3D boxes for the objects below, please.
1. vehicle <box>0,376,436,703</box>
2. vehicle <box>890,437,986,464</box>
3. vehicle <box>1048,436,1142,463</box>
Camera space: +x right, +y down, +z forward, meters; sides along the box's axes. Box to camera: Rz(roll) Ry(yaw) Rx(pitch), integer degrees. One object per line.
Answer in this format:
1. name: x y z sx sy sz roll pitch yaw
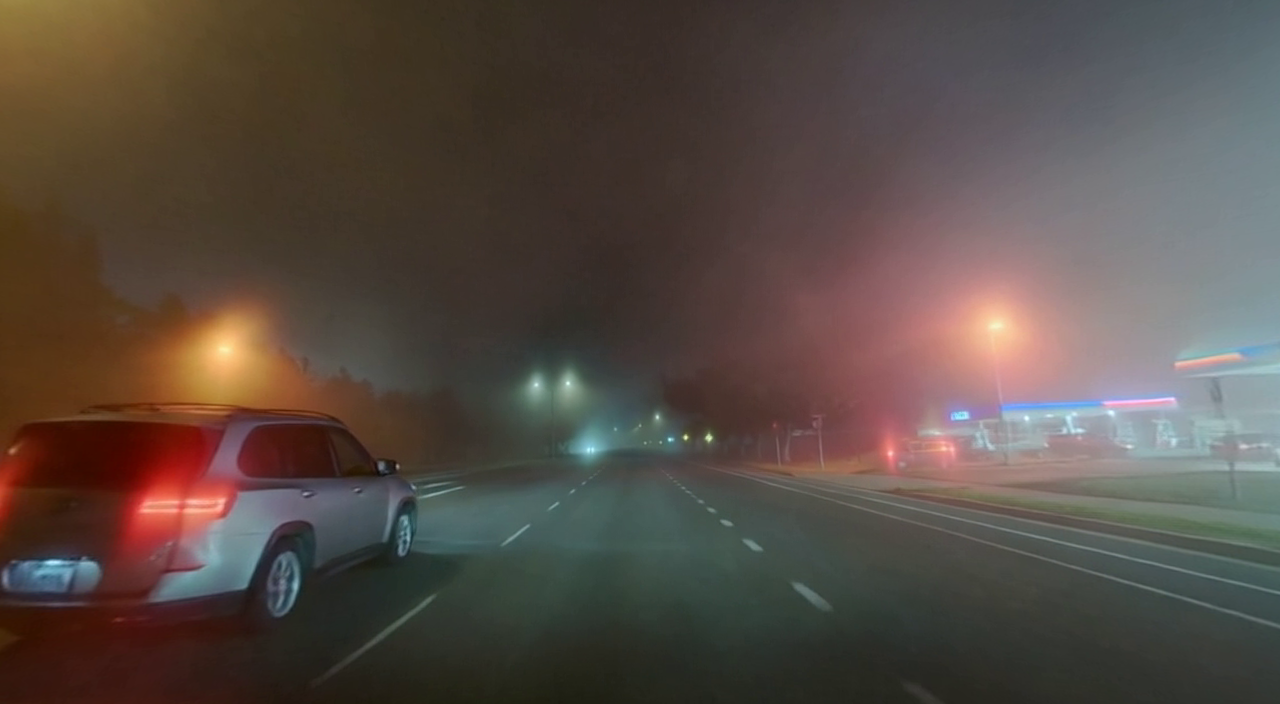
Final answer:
1. vehicle: -3.448 1.279 5.126 2.039 1.656 4.710 0 -9 -1
2. vehicle: 17.478 5.845 37.146 4.671 1.466 1.937 0 -10 5
3. vehicle: 30.058 6.461 41.733 4.507 1.752 2.016 -1 -9 9
